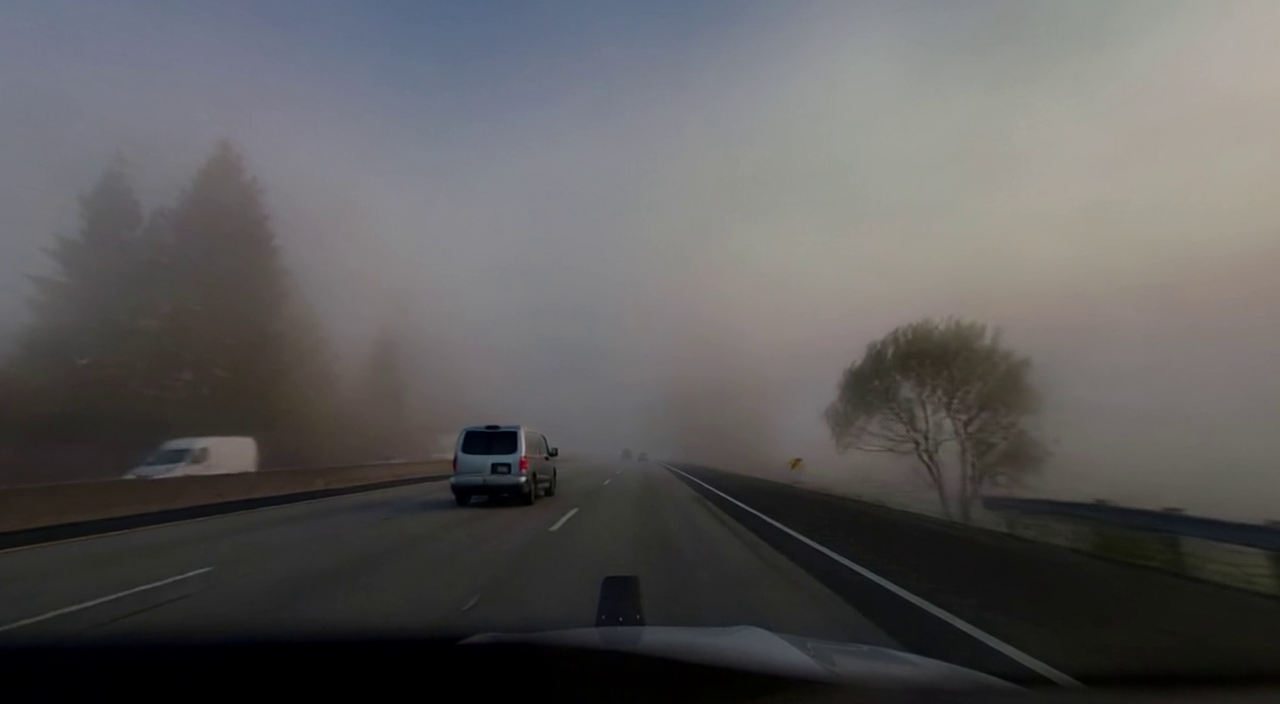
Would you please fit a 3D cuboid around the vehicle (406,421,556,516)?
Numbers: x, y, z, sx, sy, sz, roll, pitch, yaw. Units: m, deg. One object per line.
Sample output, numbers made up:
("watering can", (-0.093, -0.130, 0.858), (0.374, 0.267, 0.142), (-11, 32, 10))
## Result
("vehicle", (-3.698, 2.854, 15.960), (2.349, 1.973, 5.419), (0, -9, 0))
